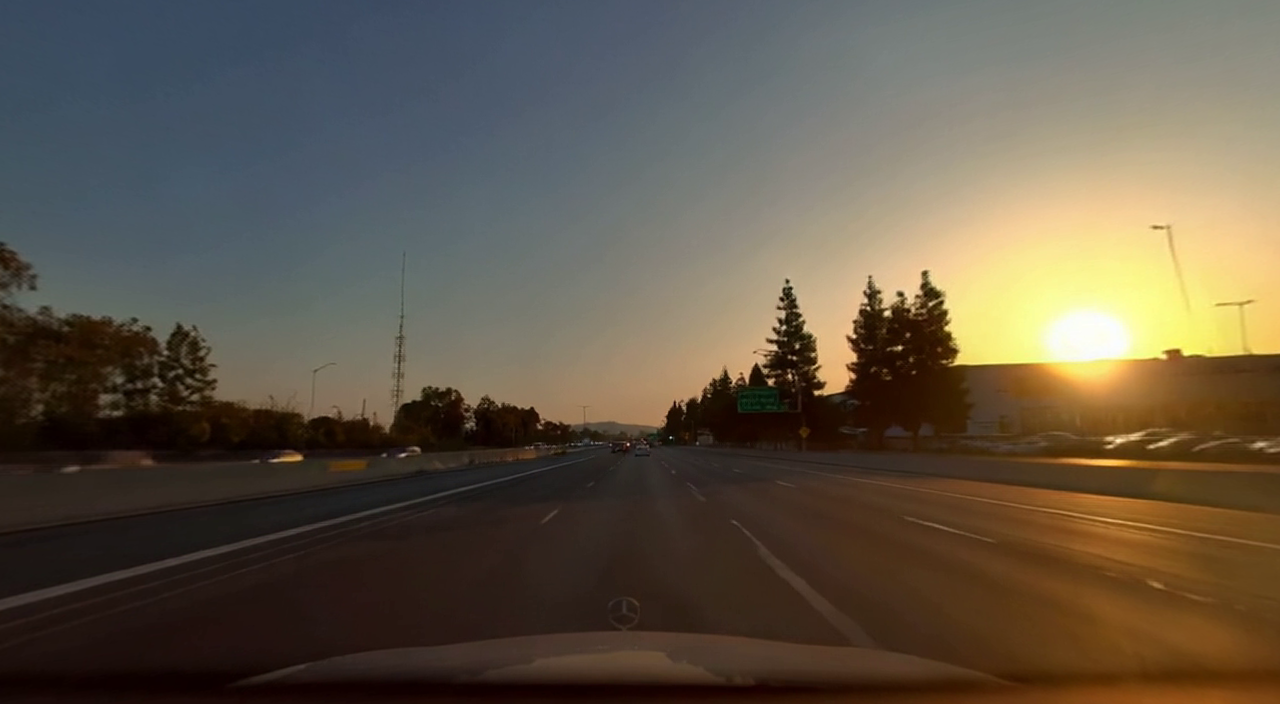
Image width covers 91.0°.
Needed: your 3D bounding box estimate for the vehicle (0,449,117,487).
[{"bbox_3d":[-25.544,4.969,27.372,1.837,1.492,4.280,0,-9,1],"label":"vehicle"}]
